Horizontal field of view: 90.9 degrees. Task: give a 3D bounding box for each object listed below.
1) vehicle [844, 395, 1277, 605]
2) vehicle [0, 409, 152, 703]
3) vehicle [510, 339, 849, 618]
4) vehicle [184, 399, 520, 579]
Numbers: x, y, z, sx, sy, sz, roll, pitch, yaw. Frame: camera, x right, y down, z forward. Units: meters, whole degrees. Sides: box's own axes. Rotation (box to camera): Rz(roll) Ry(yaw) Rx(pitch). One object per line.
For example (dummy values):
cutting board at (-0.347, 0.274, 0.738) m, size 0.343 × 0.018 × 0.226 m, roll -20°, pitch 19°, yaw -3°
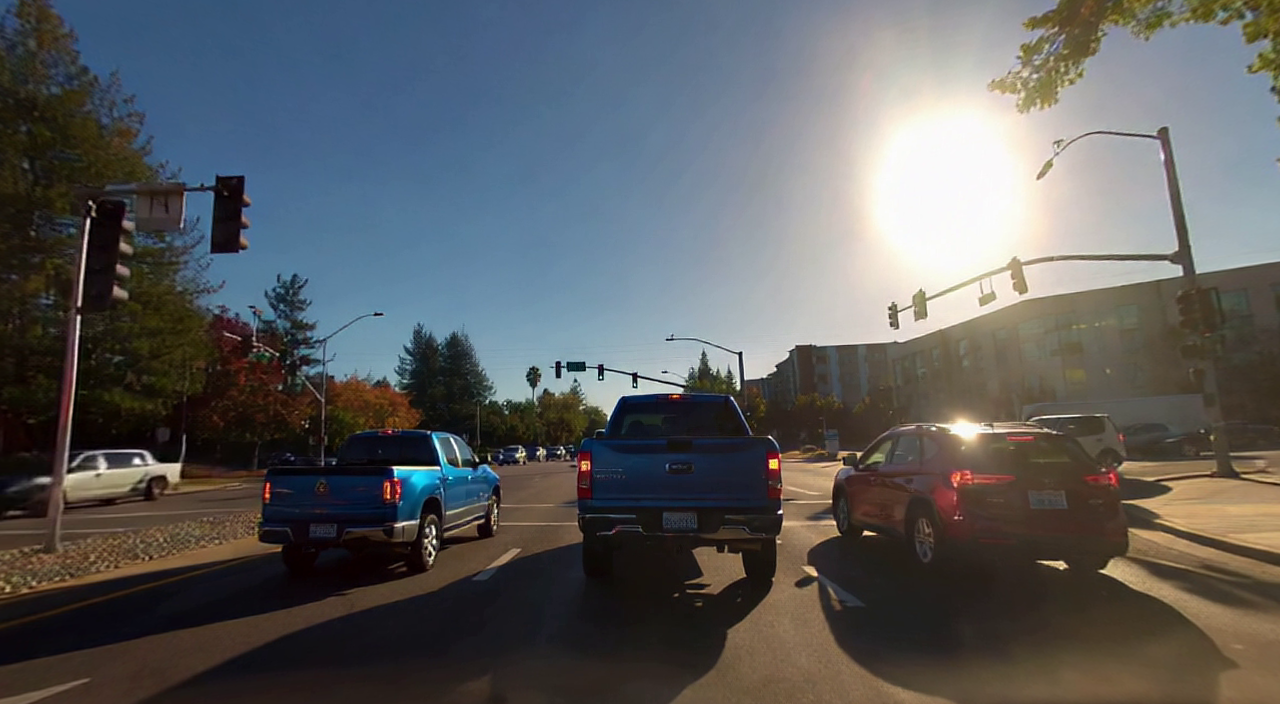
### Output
vehicle at (4.041, 1.487, 7.191) m, size 1.984 × 1.659 × 4.226 m, roll 0°, pitch -8°, yaw 0°
vehicle at (-3.388, 0.708, 0.651) m, size 1.998 × 1.481 × 4.656 m, roll 0°, pitch -8°, yaw 1°
vehicle at (0.331, 1.279, 7.165) m, size 2.505 × 2.084 × 4.768 m, roll 0°, pitch -8°, yaw 1°
vehicle at (-3.287, 1.685, 8.584) m, size 2.125 × 1.739 × 4.707 m, roll 0°, pitch -8°, yaw 3°
